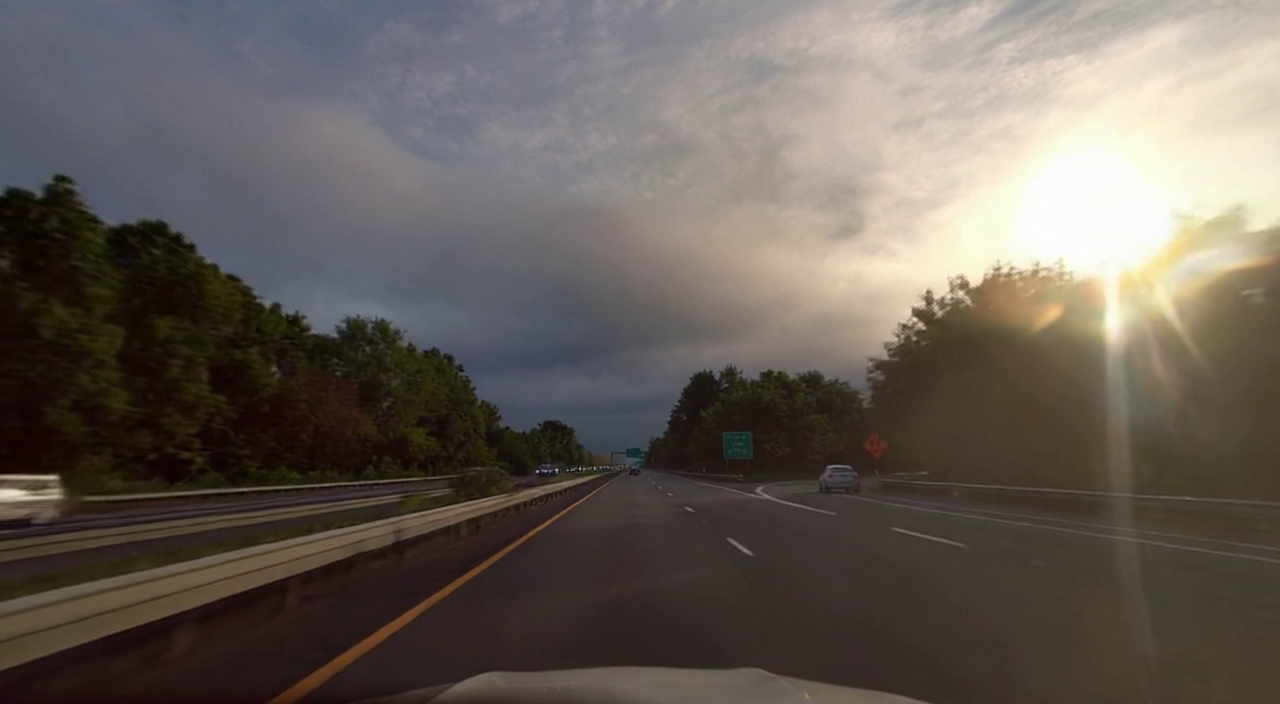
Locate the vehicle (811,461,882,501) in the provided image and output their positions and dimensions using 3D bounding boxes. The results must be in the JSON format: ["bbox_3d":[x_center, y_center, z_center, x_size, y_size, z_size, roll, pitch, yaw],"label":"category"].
[{"bbox_3d":[9.066,5.707,28.089,1.951,1.566,4.616,0,-10,5],"label":"vehicle"}]

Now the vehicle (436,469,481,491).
[{"bbox_3d":[-13.198,9.340,46.182,1.956,1.478,4.565,1,-10,0],"label":"vehicle"}]
